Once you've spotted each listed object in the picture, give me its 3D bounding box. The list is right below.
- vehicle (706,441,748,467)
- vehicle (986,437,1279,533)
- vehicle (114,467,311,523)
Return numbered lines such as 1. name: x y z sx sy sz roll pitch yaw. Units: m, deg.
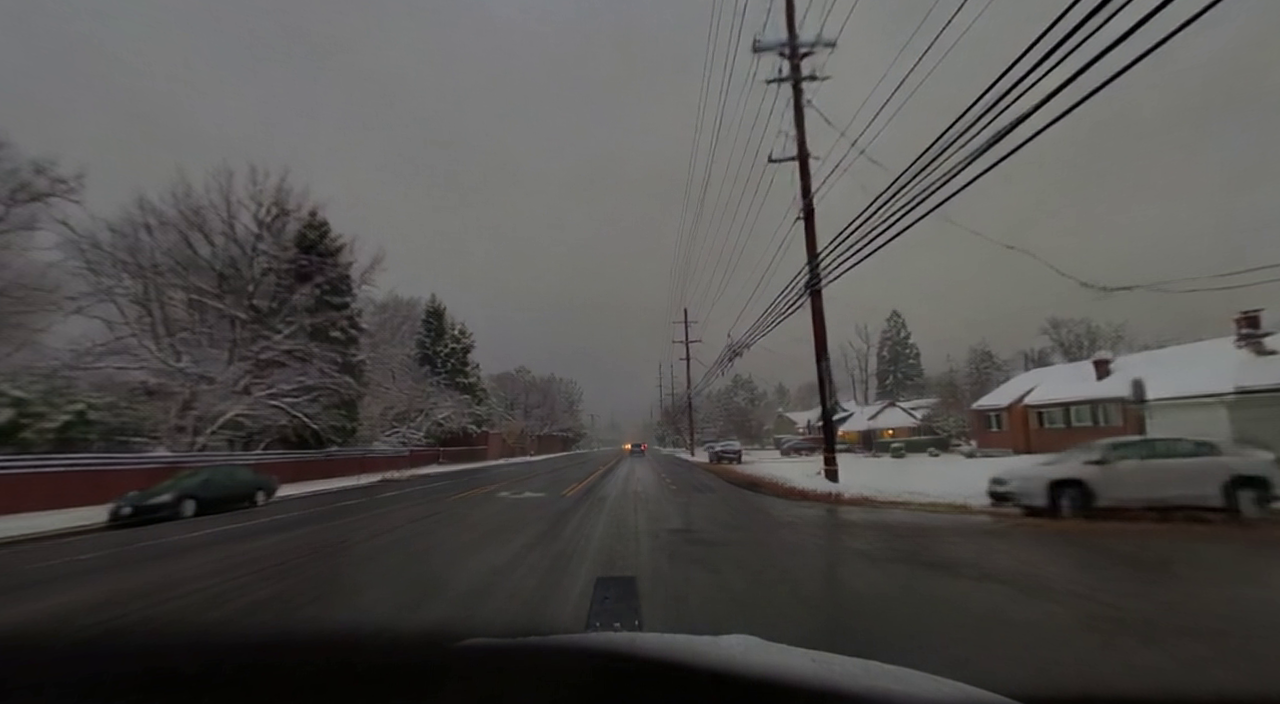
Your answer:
1. vehicle: 5.841 6.943 42.831 2.039 1.637 4.782 0 -9 -1
2. vehicle: 8.761 2.211 10.800 4.487 1.461 1.874 -1 -9 8
3. vehicle: -12.193 4.085 18.449 2.530 1.265 4.495 -1 -8 2
